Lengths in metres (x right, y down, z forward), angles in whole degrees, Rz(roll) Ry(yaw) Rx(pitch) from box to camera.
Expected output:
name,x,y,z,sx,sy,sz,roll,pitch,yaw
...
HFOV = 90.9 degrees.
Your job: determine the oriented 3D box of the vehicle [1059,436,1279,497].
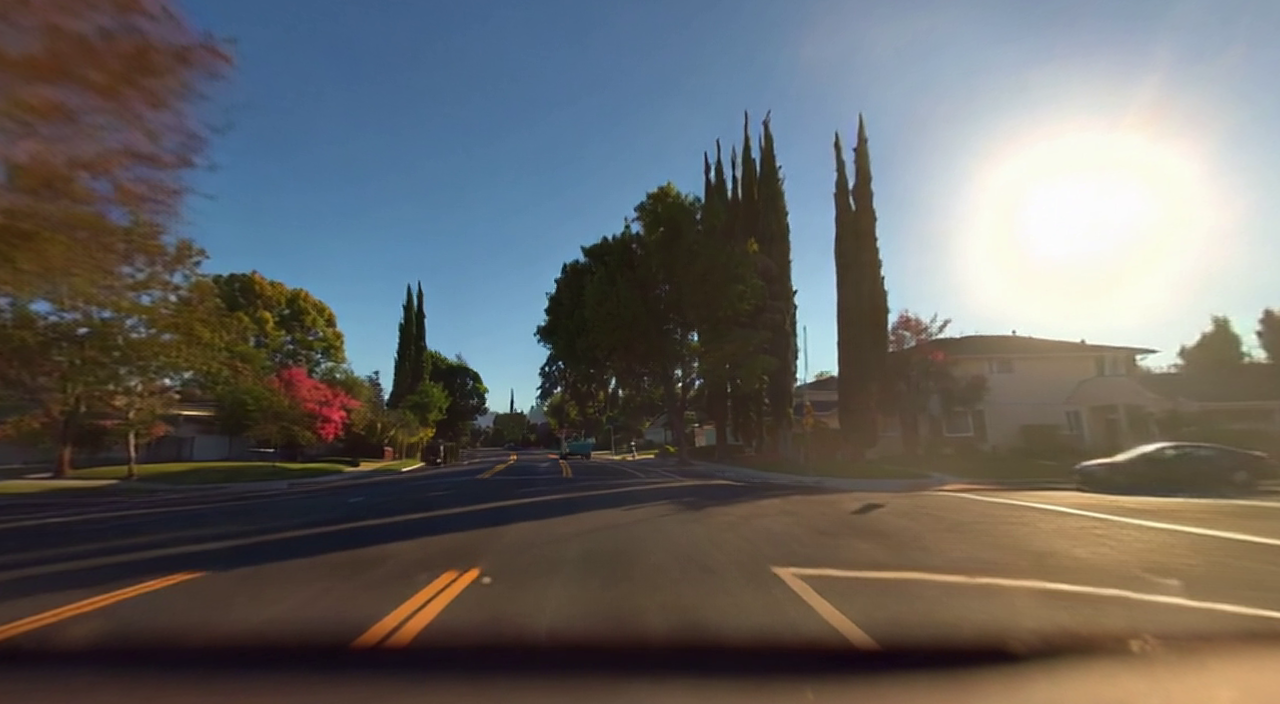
name,x,y,z,sx,sy,sz,roll,pitch,yaw
vehicle,13.961,2.930,16.318,4.737,1.447,1.766,-2,-9,11
